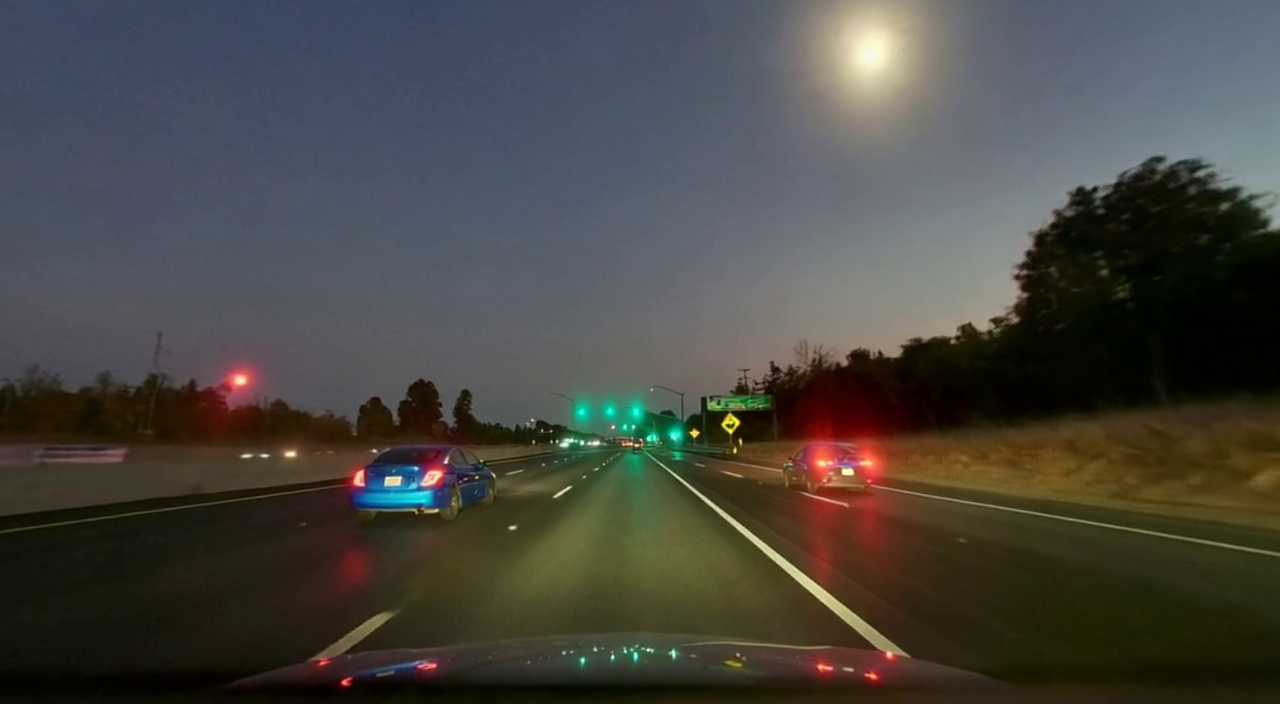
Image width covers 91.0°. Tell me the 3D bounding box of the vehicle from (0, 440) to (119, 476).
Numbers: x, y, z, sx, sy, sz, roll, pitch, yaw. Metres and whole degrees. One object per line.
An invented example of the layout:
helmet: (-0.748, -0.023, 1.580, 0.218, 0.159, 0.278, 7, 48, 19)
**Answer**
vehicle: (-32.986, 6.002, 35.847, 2.132, 1.892, 5.077, 0, -9, 0)

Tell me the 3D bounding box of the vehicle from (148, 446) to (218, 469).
vehicle: (-33.043, 7.627, 45.652, 1.851, 1.562, 4.300, 0, -8, -1)

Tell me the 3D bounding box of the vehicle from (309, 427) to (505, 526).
vehicle: (-4.077, 2.257, 11.976, 1.987, 1.516, 4.478, 0, -9, 0)

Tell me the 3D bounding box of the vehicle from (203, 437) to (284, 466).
vehicle: (-28.667, 7.197, 45.775, 2.184, 1.961, 5.736, 0, -9, 0)

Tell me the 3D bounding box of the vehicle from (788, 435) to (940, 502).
vehicle: (5.567, 2.952, 16.462, 2.049, 1.481, 4.774, 0, -9, -2)
